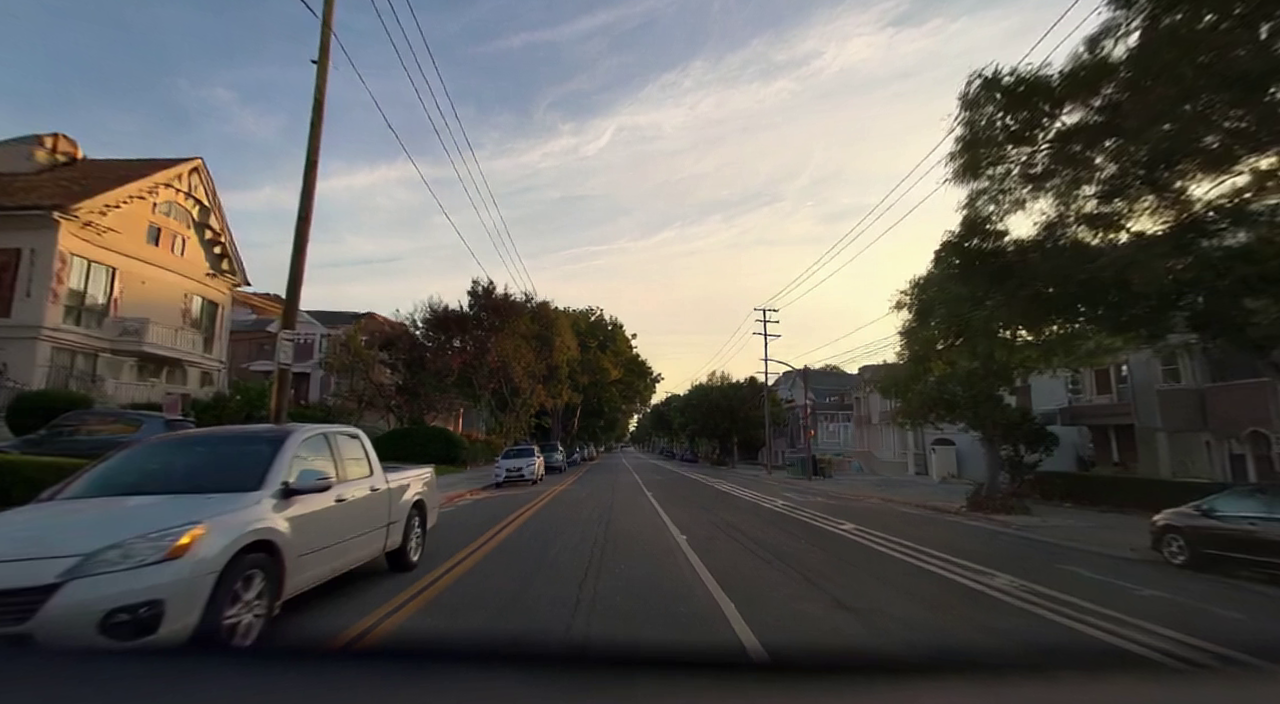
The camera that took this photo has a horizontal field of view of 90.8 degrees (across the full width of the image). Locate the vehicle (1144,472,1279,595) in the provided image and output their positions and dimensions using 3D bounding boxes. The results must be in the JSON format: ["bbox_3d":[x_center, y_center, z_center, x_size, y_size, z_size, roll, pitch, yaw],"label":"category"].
[{"bbox_3d":[9.445,2.549,8.286,1.921,1.523,4.426,8,-9,-4],"label":"vehicle"}]

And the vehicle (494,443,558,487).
[{"bbox_3d":[-4.377,4.405,24.945,1.825,1.542,4.715,1,-8,-2],"label":"vehicle"}]

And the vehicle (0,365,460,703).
[{"bbox_3d":[-3.594,1.414,6.059,2.127,1.901,5.510,0,-8,0],"label":"vehicle"}]
